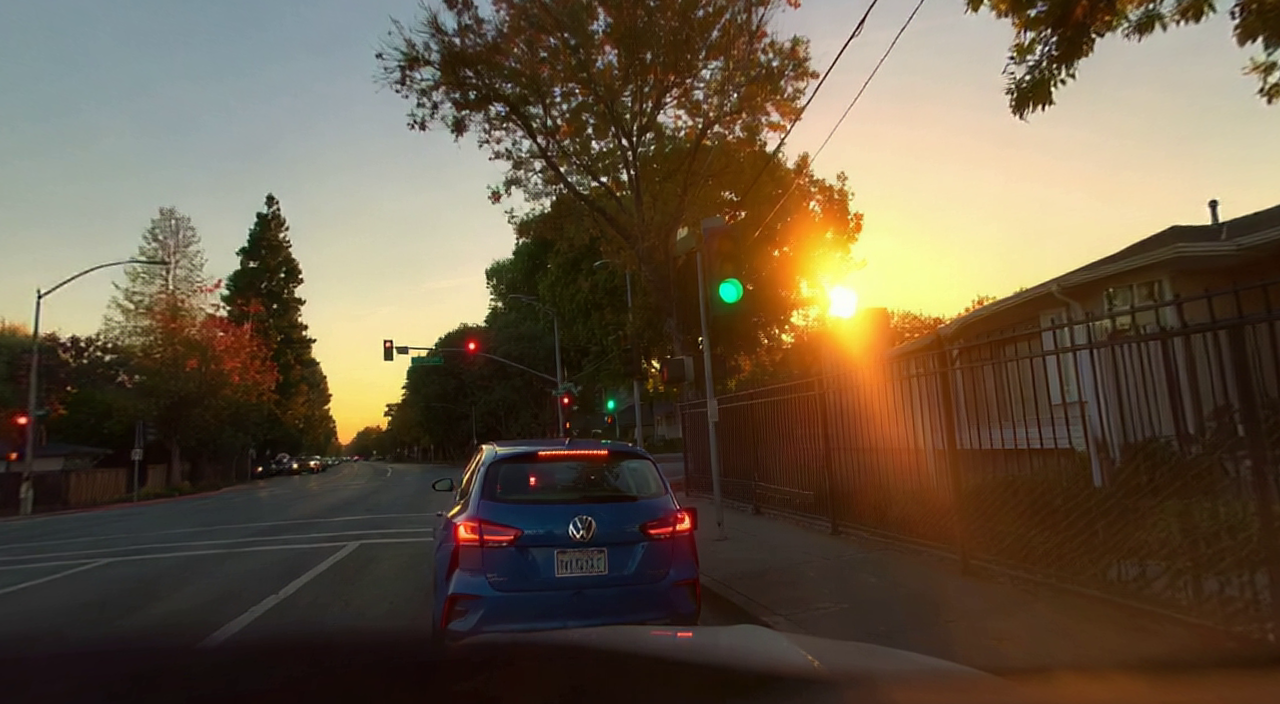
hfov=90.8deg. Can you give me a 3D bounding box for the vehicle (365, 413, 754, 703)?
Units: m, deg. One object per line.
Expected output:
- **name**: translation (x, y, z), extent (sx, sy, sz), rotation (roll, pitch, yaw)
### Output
- **vehicle**: translation (-0.665, 1.359, 5.229), extent (2.024, 1.502, 3.702), rotation (1, -9, -9)
